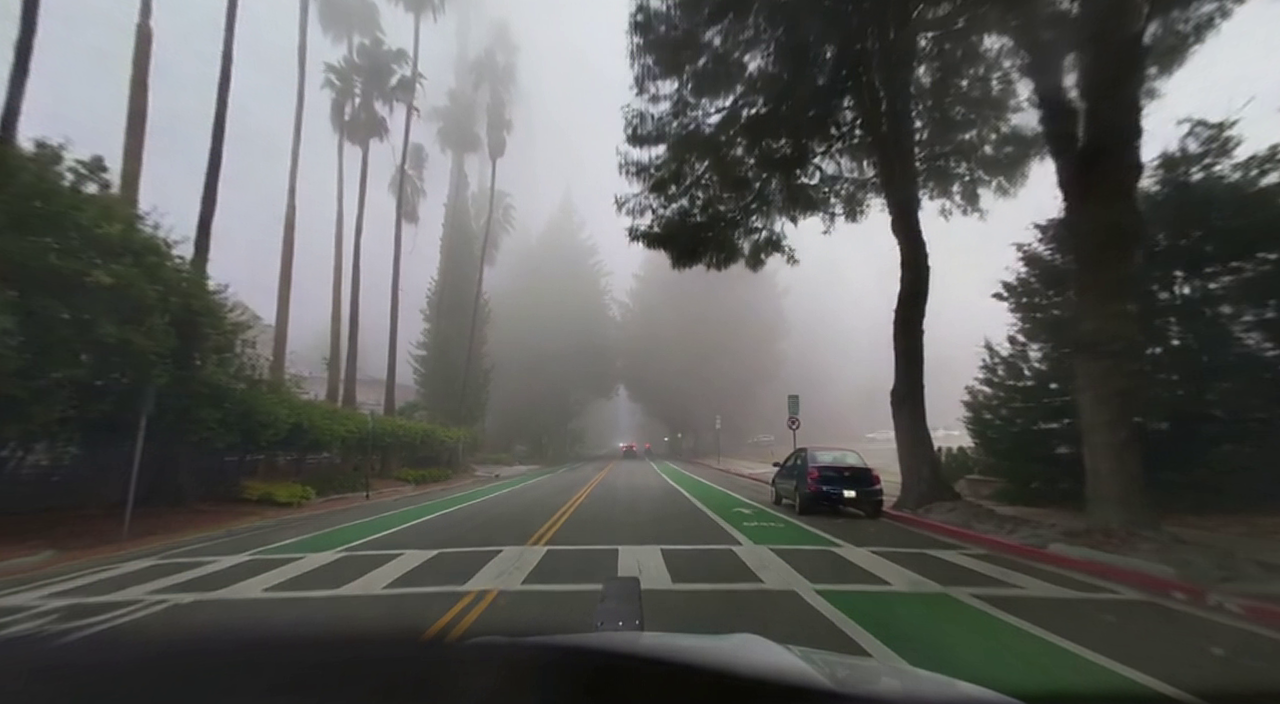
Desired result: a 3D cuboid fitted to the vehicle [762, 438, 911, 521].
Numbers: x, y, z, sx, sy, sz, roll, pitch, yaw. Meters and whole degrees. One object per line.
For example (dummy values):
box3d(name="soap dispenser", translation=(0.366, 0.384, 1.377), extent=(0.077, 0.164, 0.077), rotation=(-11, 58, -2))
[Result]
box3d(name="vehicle", translation=(4.387, 2.915, 14.961), extent=(1.997, 1.640, 4.494), rotation=(0, -9, -1))
